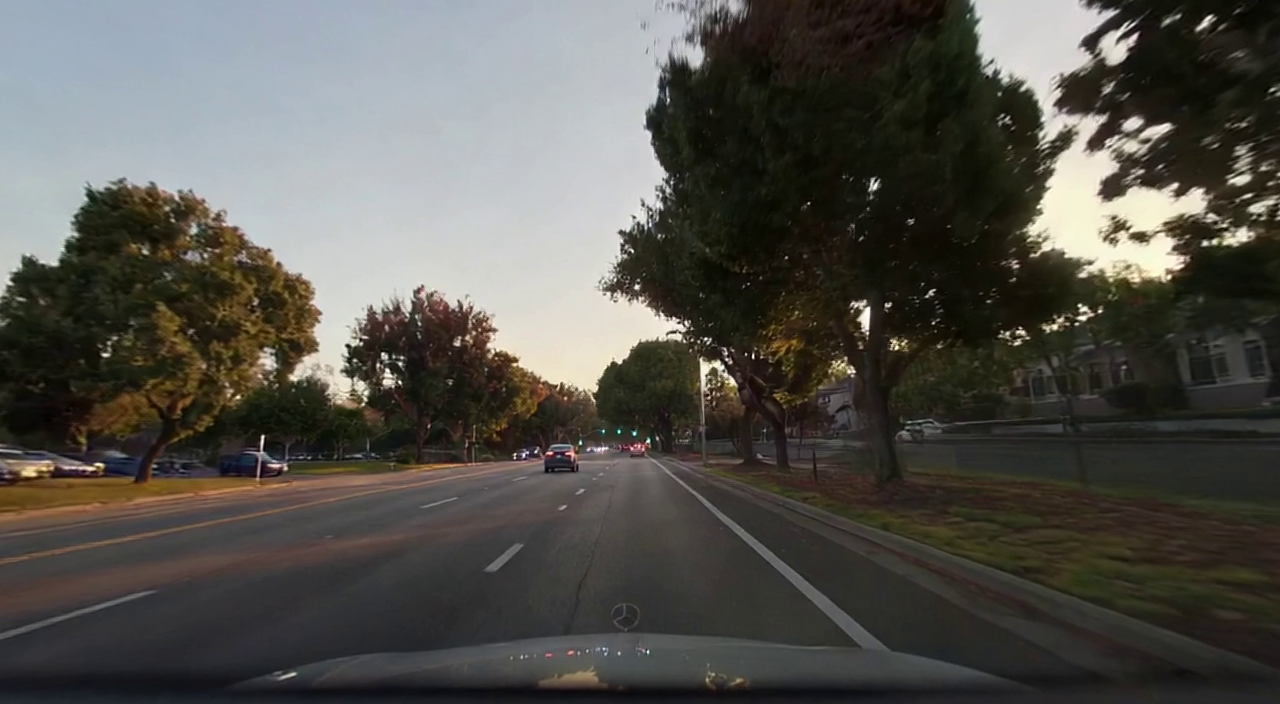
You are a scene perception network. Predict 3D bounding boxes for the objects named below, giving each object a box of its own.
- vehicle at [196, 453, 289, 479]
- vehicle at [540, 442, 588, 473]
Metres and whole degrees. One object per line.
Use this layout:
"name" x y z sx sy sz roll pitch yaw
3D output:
"vehicle" -24.799 7.111 39.565 4.454 1.524 1.859 2 -8 -11
"vehicle" -3.811 5.388 32.524 1.992 1.447 4.044 0 -8 0
